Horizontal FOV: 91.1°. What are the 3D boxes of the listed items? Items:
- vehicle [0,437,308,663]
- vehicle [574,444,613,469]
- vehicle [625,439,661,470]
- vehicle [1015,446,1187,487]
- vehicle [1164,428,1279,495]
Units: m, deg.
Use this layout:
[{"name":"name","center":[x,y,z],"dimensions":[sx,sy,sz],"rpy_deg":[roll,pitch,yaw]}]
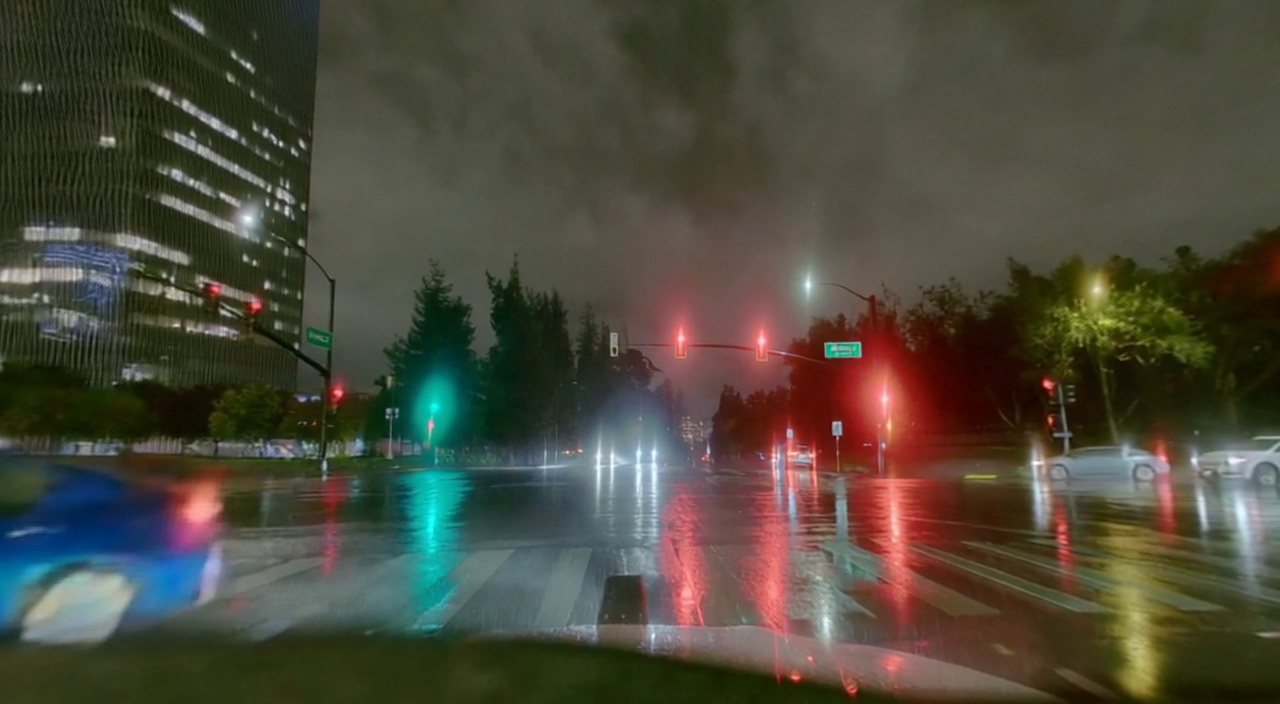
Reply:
[{"name":"vehicle","center":[-5.201,1.380,4.568],"dimensions":[1.924,1.491,4.802],"rpy_deg":[-3,-9,20]},{"name":"vehicle","center":[-2.950,6.781,40.870],"dimensions":[2.068,1.486,4.664],"rpy_deg":[0,-9,2]},{"name":"vehicle","center":[0.219,6.201,38.185],"dimensions":[2.018,1.699,4.751],"rpy_deg":[0,-9,1]},{"name":"vehicle","center":[17.619,4.379,24.218],"dimensions":[4.896,1.503,1.971],"rpy_deg":[-1,-9,6]},{"name":"vehicle","center":[20.607,3.412,19.832],"dimensions":[5.832,1.949,2.444],"rpy_deg":[0,-9,0]}]
